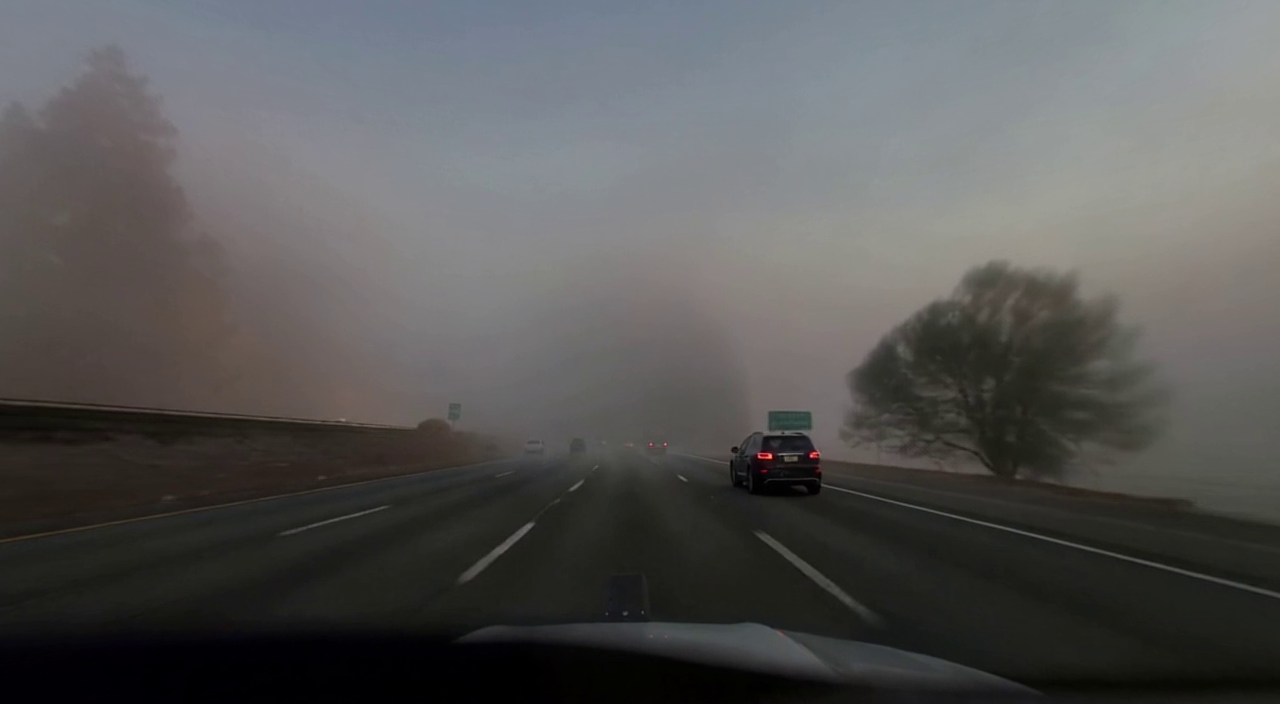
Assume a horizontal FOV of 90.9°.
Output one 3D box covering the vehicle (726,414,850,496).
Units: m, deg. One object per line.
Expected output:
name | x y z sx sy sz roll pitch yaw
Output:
vehicle | 3.588 2.607 16.235 2.043 1.795 4.347 0 -8 -1

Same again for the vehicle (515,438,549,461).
vehicle | -8.040 7.276 47.305 2.064 1.645 4.286 0 -8 -4
